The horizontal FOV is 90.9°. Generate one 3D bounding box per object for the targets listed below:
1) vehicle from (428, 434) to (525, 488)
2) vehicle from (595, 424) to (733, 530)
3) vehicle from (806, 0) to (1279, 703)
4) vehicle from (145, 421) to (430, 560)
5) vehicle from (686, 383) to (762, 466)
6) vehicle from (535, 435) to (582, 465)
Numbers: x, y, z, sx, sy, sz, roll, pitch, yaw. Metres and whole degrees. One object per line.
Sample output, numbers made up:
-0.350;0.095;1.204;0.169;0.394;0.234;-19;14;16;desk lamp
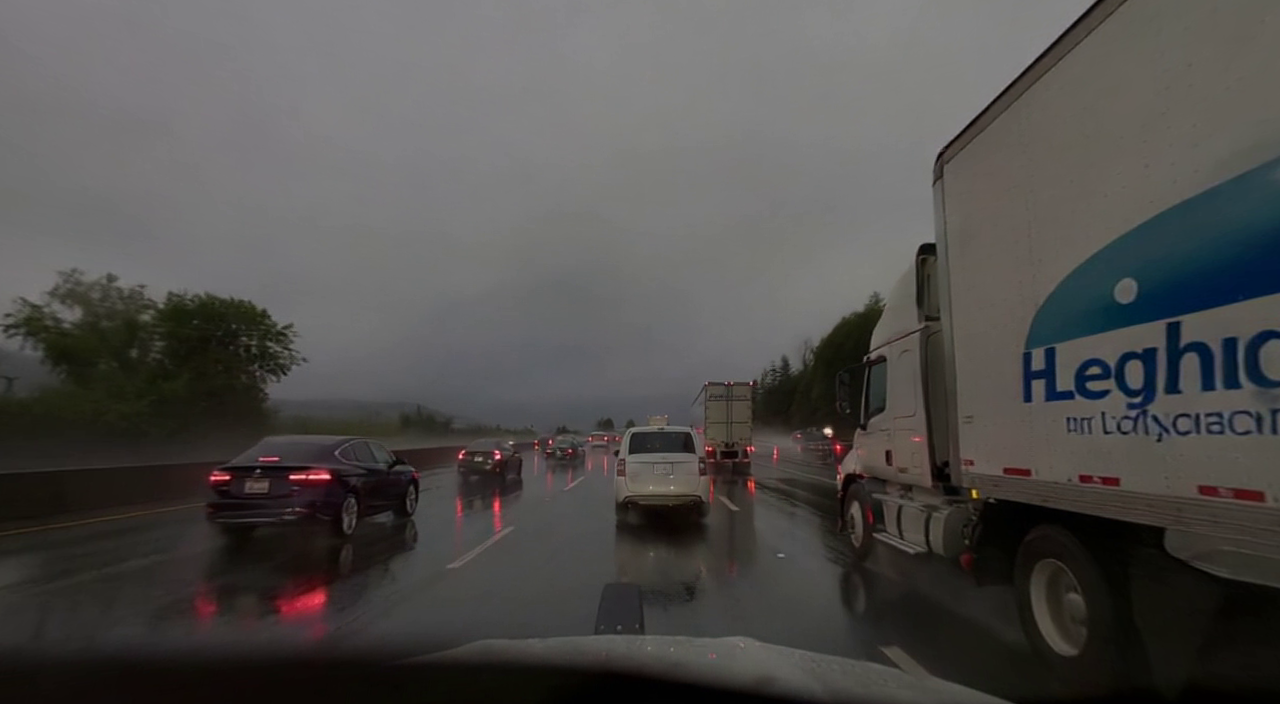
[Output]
-4.888;3.289;19.441;1.880;1.458;3.978;0;-8;1;vehicle
0.336;2.041;10.870;1.973;1.505;3.568;0;-8;0;vehicle
4.000;0.181;6.161;2.982;3.860;6.011;0;-8;-1;vehicle
-4.500;1.773;8.812;1.821;1.514;3.677;0;-8;0;vehicle
4.682;4.543;38.357;2.892;4.101;14.252;0;-8;1;vehicle
-4.391;5.317;34.437;1.887;1.493;4.411;0;-8;1;vehicle
